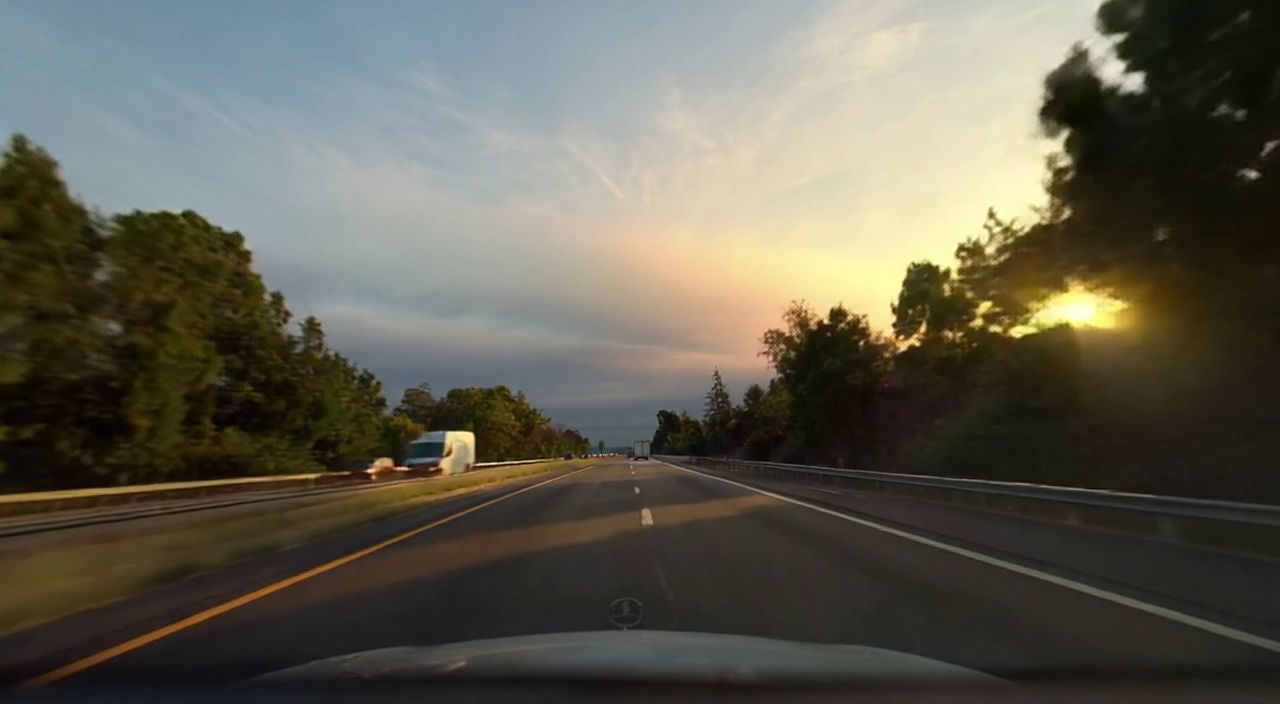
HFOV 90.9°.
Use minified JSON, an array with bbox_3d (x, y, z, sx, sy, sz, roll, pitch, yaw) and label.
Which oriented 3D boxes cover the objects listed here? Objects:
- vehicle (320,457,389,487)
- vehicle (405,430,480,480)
[{"bbox_3d":[-15.676,6.573,34.843,1.874,1.461,4.339,0,-9,-2],"label":"vehicle"},{"bbox_3d":[-11.438,6.041,37.152,2.317,2.613,6.793,0,-9,-1],"label":"vehicle"}]
